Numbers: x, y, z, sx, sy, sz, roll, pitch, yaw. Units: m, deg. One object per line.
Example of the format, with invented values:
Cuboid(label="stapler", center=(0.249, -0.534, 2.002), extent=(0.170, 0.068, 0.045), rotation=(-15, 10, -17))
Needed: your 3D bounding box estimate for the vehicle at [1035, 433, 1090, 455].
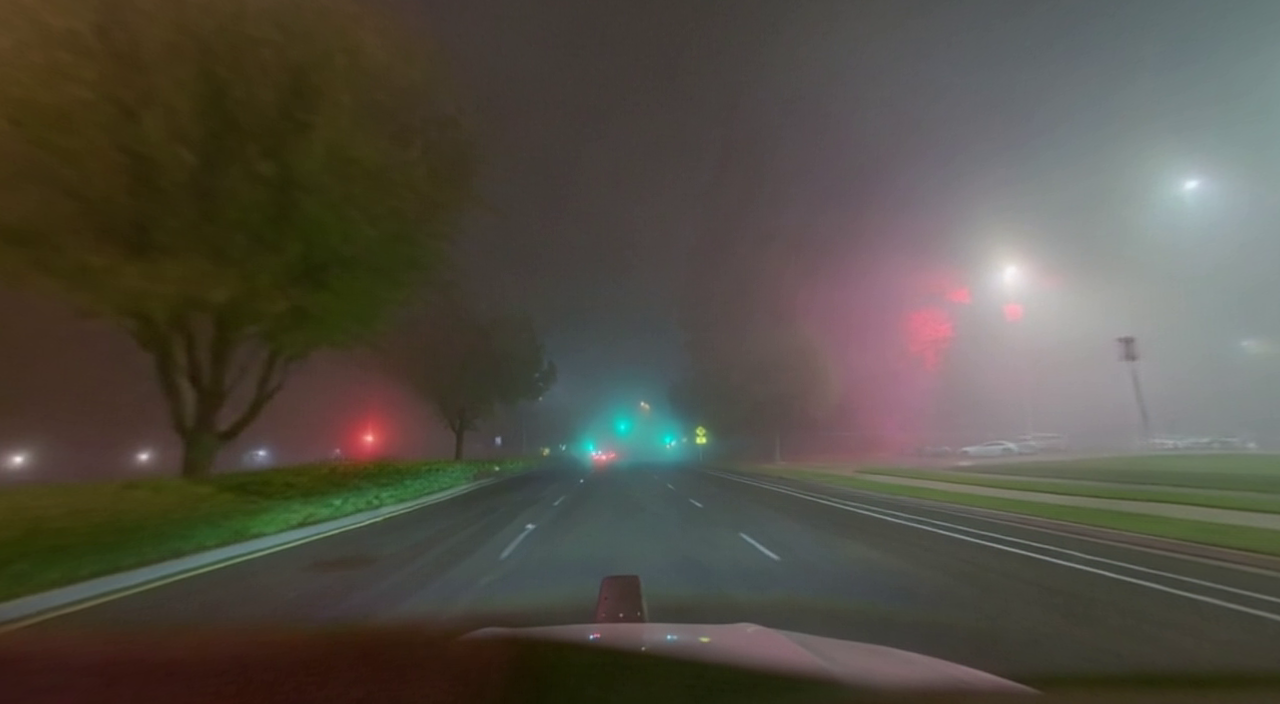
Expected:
Cuboid(label="vehicle", center=(29.164, 6.401, 43.704), extent=(1.736, 1.440, 3.989), rotation=(-2, -9, 12))

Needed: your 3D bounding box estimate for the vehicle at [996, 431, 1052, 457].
Cuboid(label="vehicle", center=(26.034, 6.289, 42.996), extent=(2.055, 1.645, 4.679), rotation=(-3, -9, 17))
